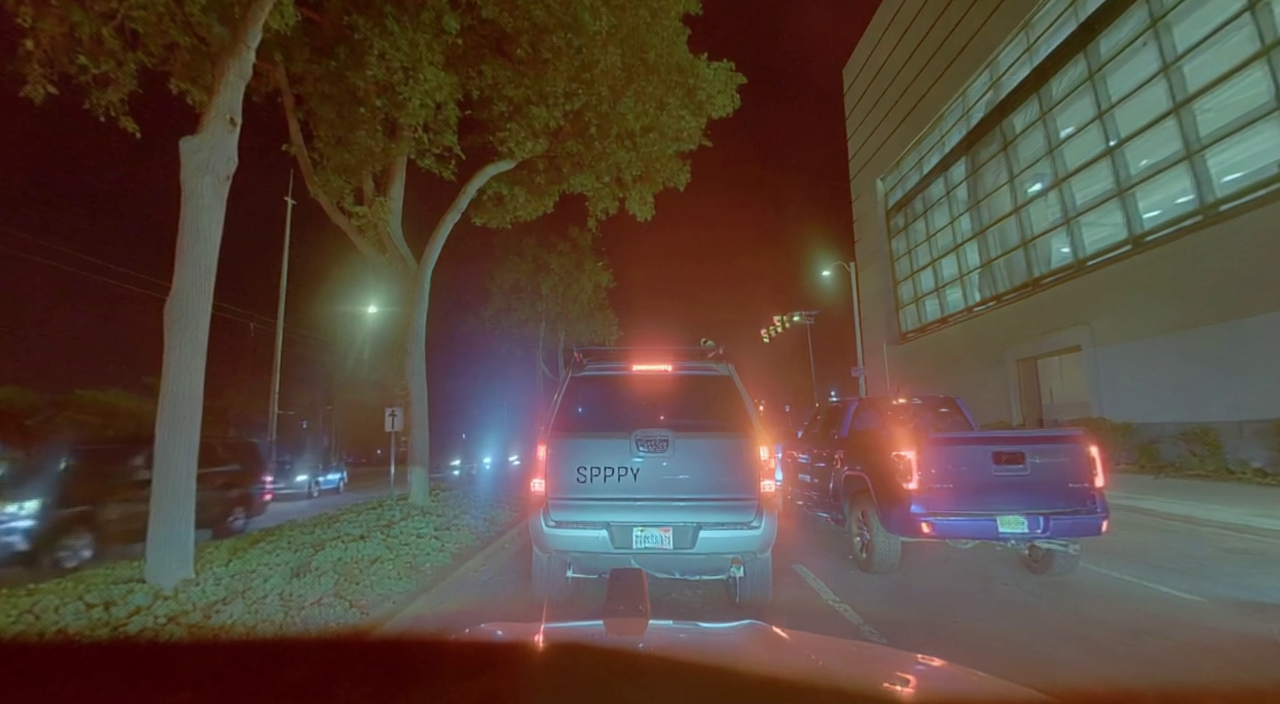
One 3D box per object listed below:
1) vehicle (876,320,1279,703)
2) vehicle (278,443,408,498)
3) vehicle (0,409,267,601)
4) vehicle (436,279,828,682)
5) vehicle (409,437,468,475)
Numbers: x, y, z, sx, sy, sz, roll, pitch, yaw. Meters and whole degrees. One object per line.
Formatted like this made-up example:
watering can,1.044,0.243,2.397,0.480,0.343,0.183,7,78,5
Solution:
vehicle,3.080,0.987,3.466,2.022,1.700,4.410,0,-8,3
vehicle,-12.173,4.866,26.485,2.419,2.018,5.952,0,-8,2
vehicle,-8.271,2.070,9.466,2.136,2.109,5.377,0,-9,-2
vehicle,0.008,1.042,5.976,2.267,2.372,4.366,0,-8,2
vehicle,-15.455,7.991,48.814,2.395,2.745,6.273,0,-8,1
